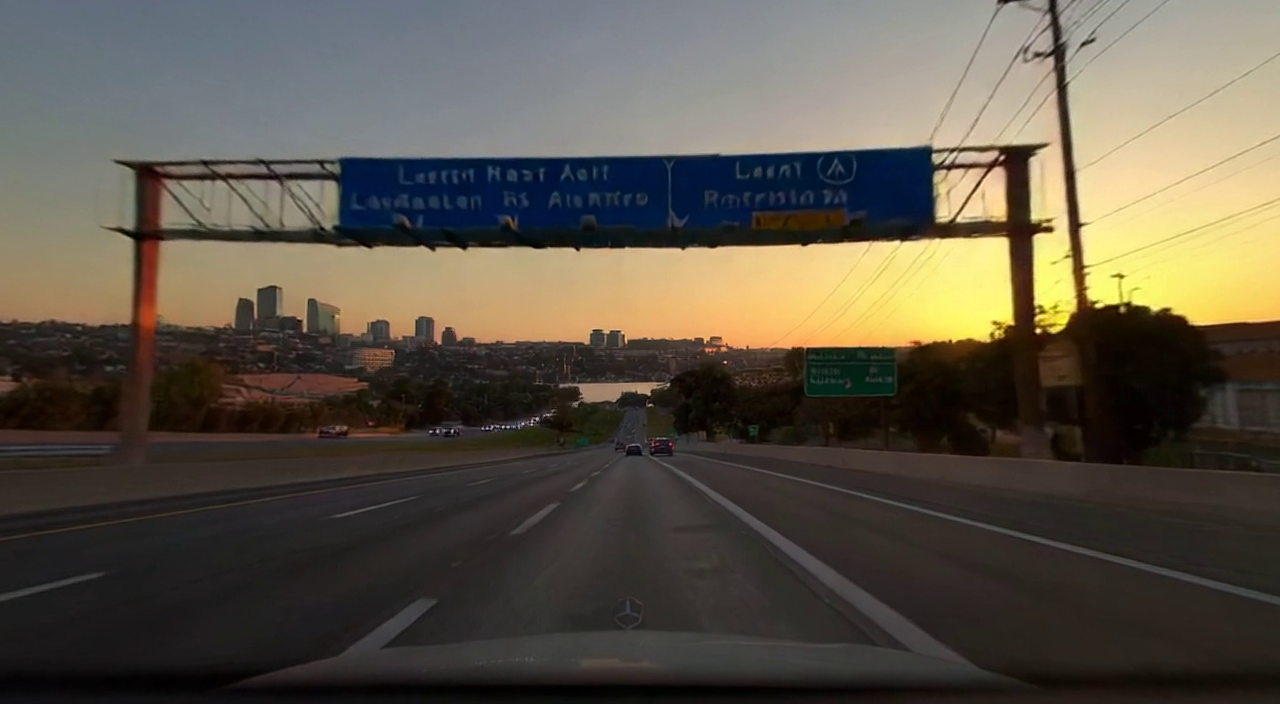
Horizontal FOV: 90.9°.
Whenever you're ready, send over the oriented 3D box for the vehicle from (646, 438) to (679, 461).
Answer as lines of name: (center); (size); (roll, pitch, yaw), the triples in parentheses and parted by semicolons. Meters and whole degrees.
vehicle: (1.498, 6.651, 43.110); (2.036, 1.486, 4.375); (0, -8, -1)
